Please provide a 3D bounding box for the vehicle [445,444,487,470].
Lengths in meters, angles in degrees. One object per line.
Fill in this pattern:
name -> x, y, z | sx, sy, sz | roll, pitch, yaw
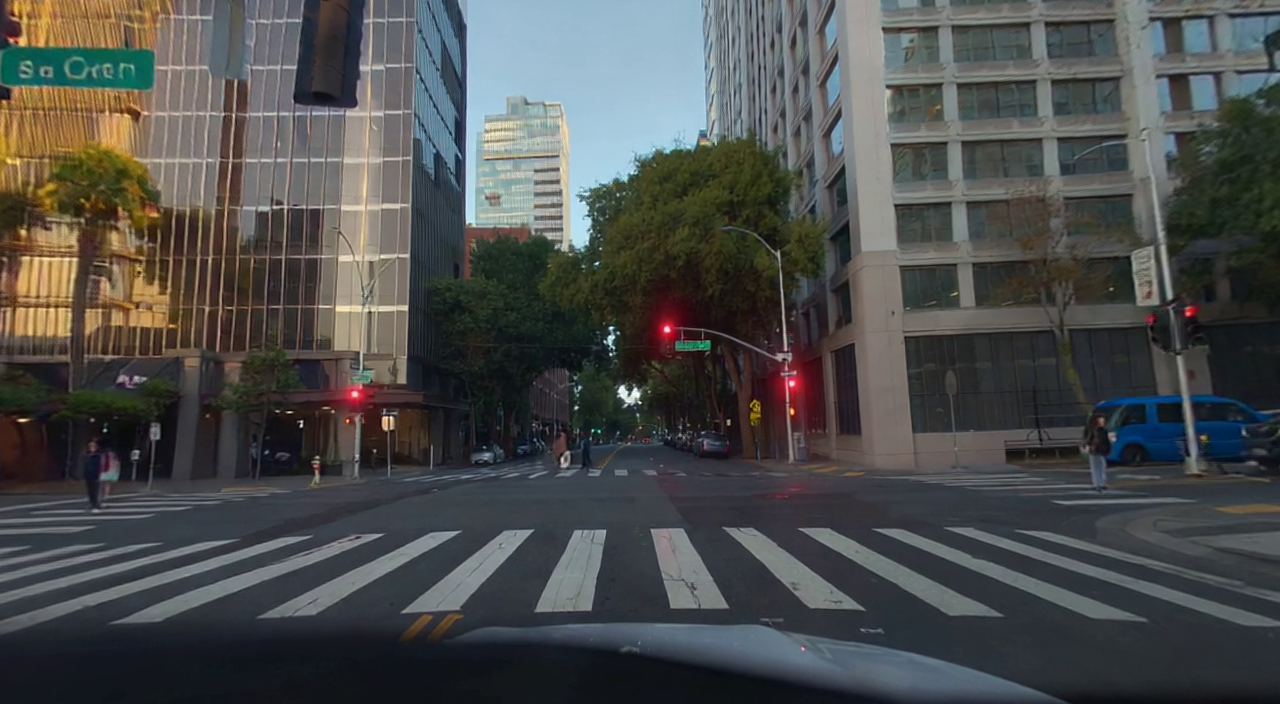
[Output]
vehicle -> -12.438, 7.504, 45.376 | 1.935, 1.639, 4.244 | -3, -8, -2

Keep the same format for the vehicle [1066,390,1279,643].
vehicle -> 5.660, 1.137, 4.248 | 2.070, 1.804, 4.881 | 0, -8, -1
